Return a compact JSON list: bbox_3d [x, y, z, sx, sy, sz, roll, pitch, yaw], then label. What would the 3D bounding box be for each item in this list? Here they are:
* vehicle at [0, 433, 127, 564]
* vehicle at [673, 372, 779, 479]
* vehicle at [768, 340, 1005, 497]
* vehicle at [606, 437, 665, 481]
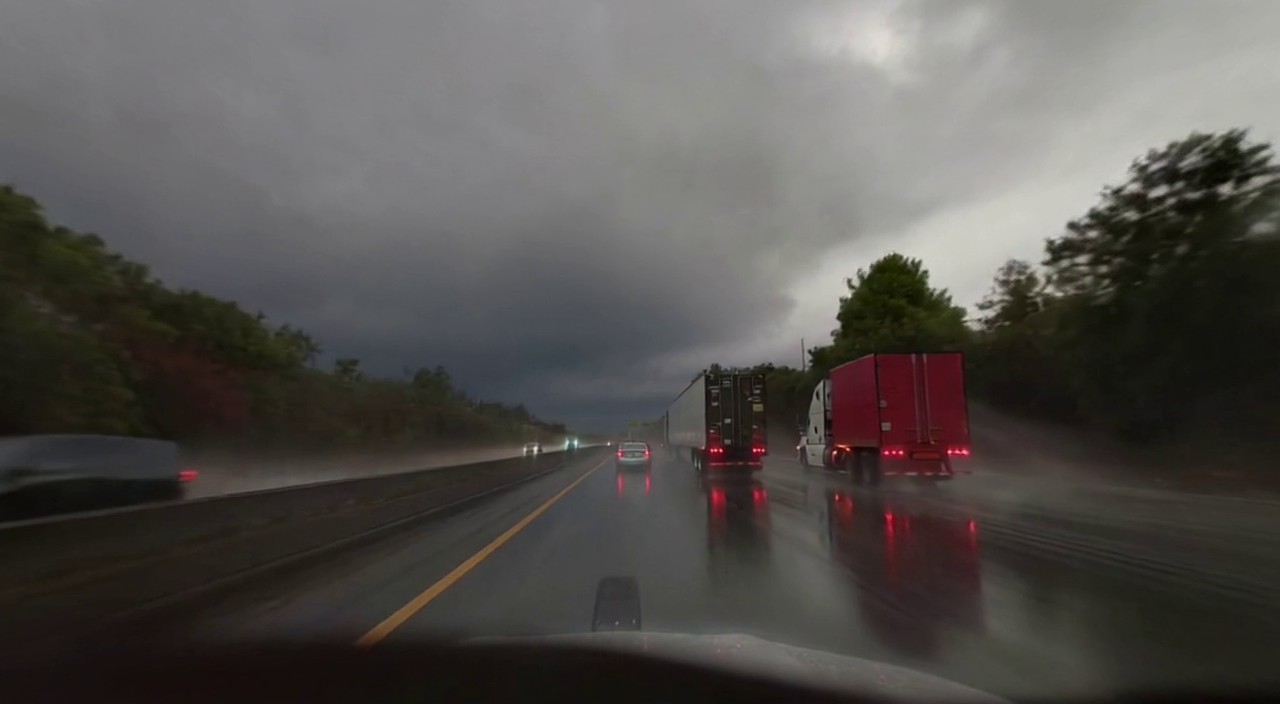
[{"bbox_3d":[-8.282,1.673,7.146,1.841,1.488,3.664,0,-8,-1],"label":"vehicle"},{"bbox_3d":[3.671,3.740,31.249,2.888,4.099,14.183,0,-8,-2],"label":"vehicle"},{"bbox_3d":[7.894,2.661,23.628,2.876,4.111,14.145,0,-8,-1],"label":"vehicle"},{"bbox_3d":[-0.207,3.953,23.660,2.038,1.477,3.773,0,-8,-2],"label":"vehicle"}]
